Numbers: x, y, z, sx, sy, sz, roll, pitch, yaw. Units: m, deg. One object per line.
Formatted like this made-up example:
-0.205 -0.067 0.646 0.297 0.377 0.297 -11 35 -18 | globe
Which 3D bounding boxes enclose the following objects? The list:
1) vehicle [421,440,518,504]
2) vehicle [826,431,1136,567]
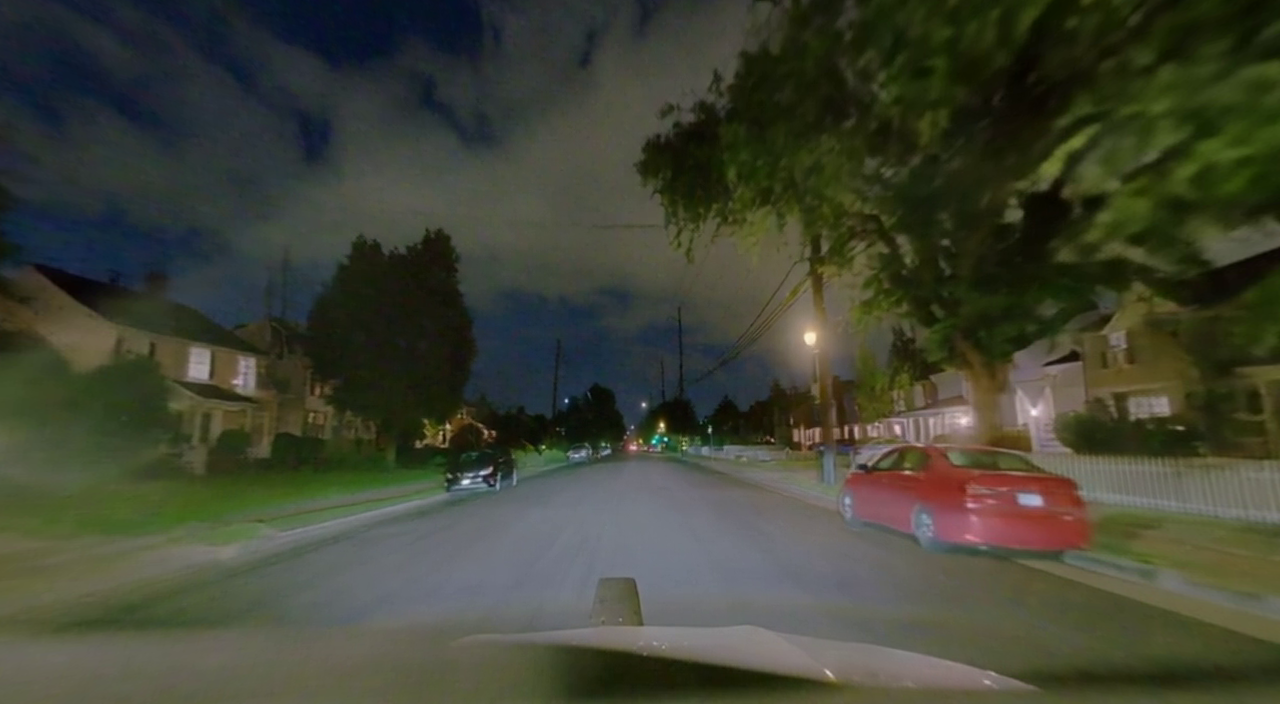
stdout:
-5.403 3.801 20.597 1.970 1.666 4.223 -3 -7 0 | vehicle
4.598 2.018 9.486 2.170 1.549 4.178 0 -9 -3 | vehicle
